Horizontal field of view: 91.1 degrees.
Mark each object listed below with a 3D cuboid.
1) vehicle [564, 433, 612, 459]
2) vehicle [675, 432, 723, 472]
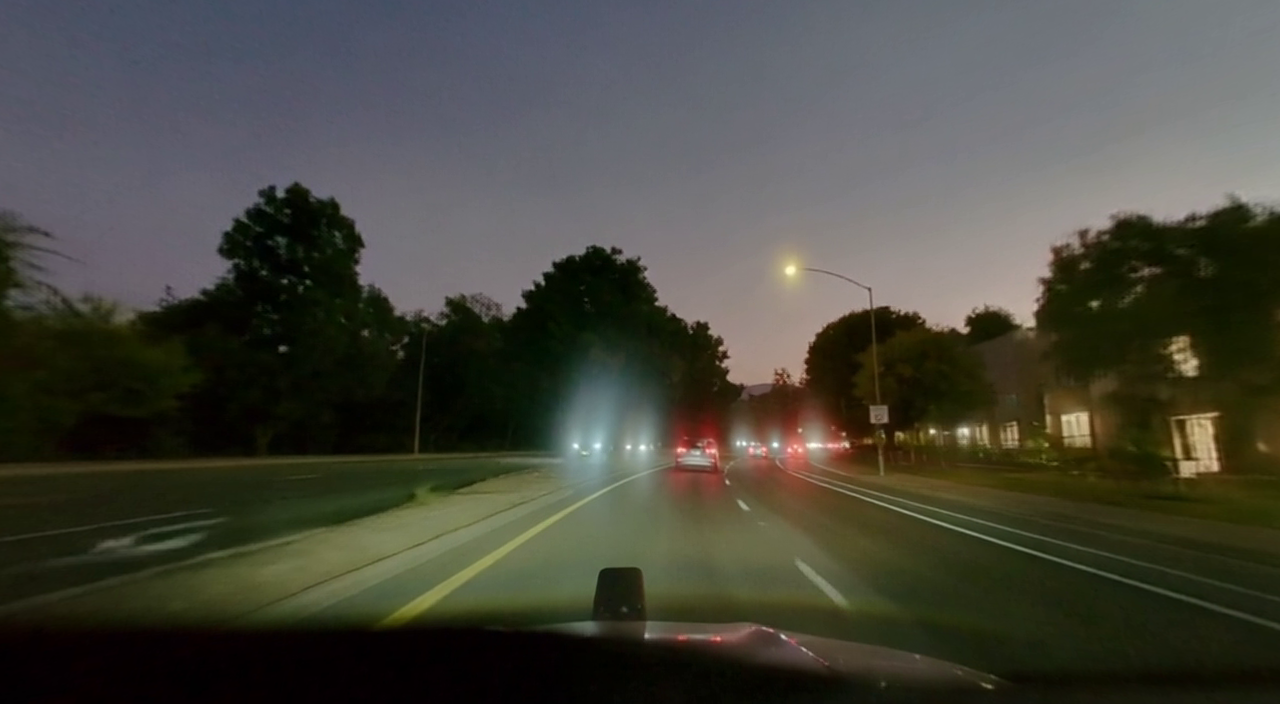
[{"bbox_3d":[-3.905,7.196,47.947,2.331,1.838,4.865,-2,-9,12],"label":"vehicle"},{"bbox_3d":[3.215,5.311,33.517,2.072,2.002,4.391,-2,-9,11],"label":"vehicle"}]
